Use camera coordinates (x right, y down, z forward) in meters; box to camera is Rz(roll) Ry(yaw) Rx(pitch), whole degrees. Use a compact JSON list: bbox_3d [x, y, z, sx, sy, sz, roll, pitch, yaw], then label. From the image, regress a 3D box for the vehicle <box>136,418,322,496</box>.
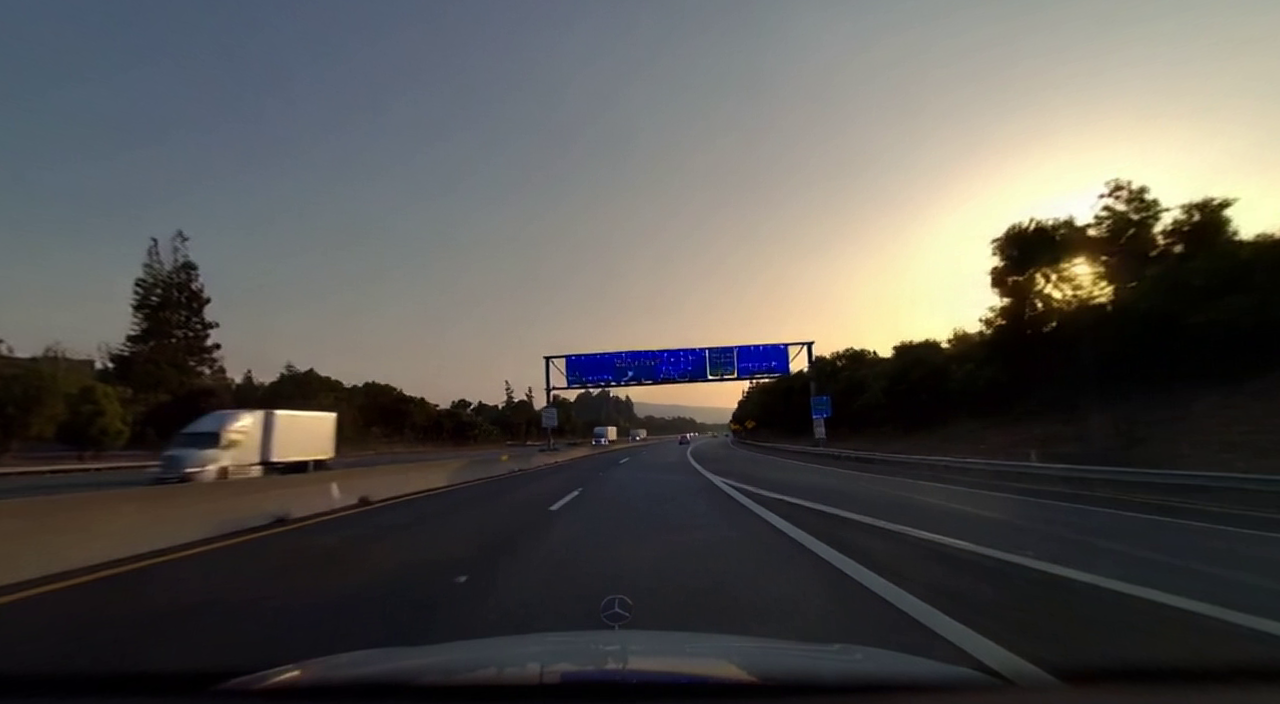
[{"bbox_3d":[-12.419,3.199,19.604,2.174,2.049,5.156,-1,-8,2],"label":"vehicle"}]
